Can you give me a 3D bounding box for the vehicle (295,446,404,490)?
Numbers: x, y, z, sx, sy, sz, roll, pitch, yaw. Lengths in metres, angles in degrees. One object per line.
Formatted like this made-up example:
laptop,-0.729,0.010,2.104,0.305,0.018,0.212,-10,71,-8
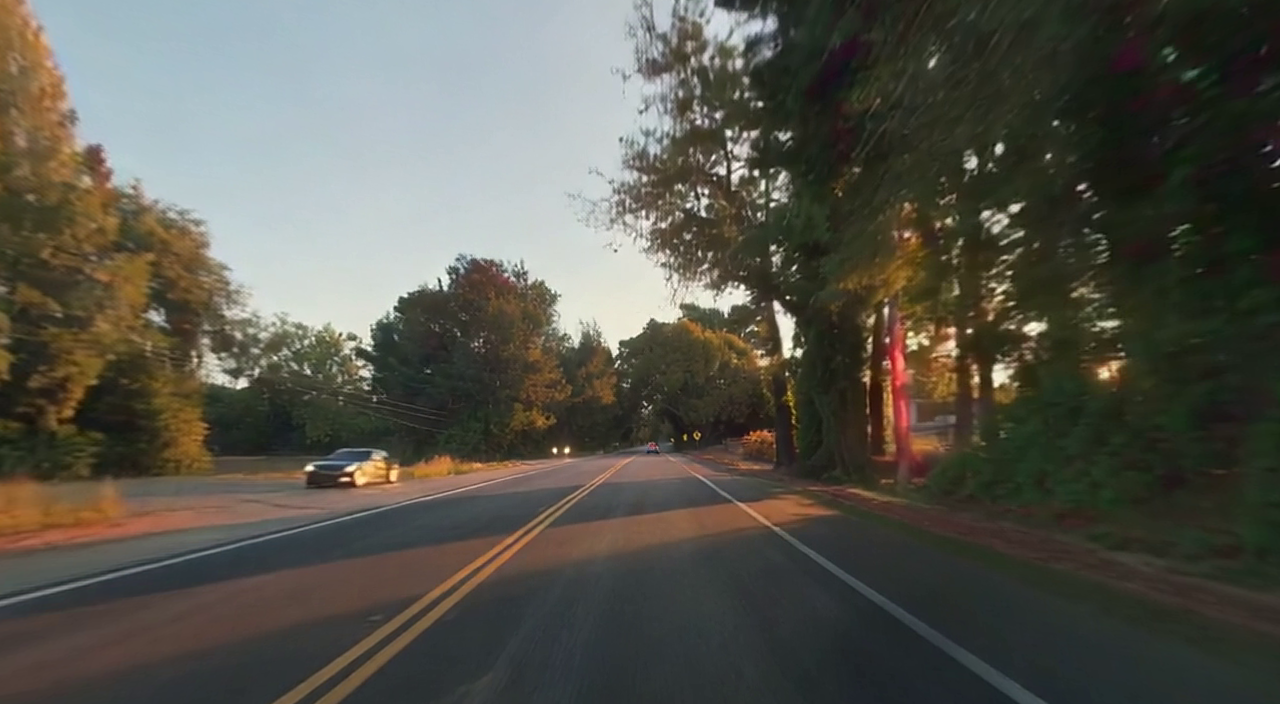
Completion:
vehicle,-10.665,4.263,23.568,1.962,1.458,4.322,0,-8,1
